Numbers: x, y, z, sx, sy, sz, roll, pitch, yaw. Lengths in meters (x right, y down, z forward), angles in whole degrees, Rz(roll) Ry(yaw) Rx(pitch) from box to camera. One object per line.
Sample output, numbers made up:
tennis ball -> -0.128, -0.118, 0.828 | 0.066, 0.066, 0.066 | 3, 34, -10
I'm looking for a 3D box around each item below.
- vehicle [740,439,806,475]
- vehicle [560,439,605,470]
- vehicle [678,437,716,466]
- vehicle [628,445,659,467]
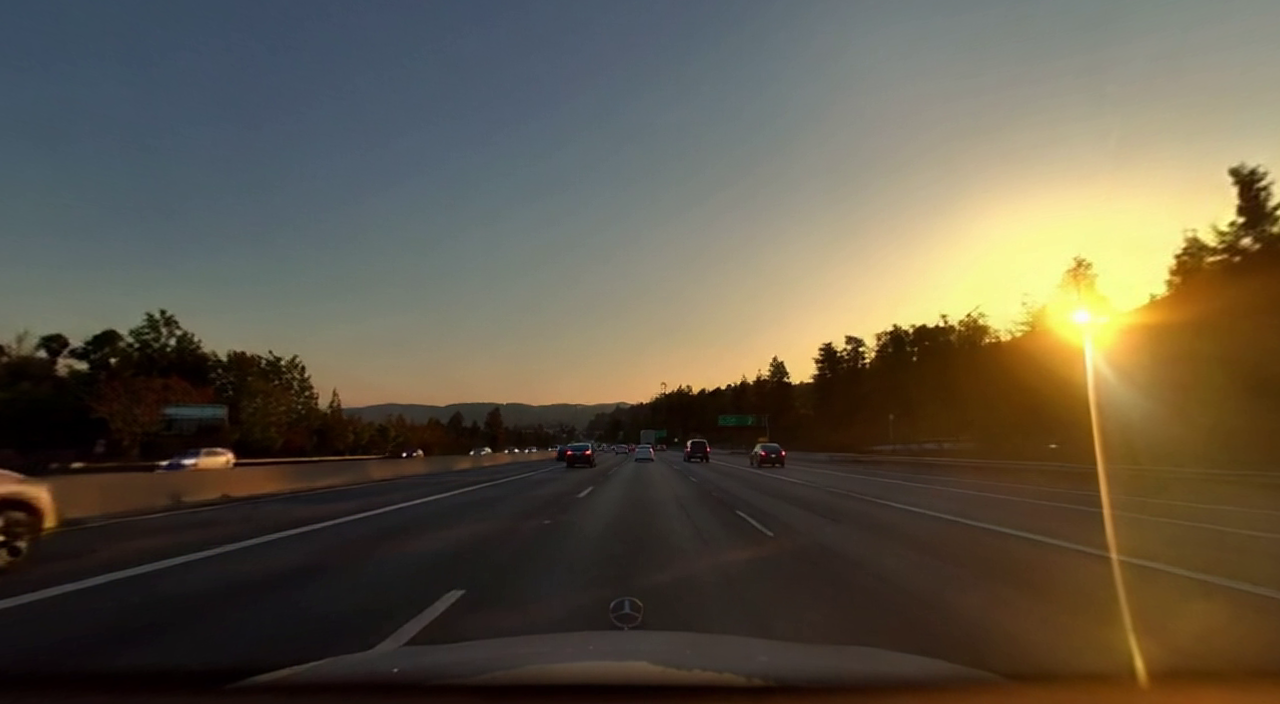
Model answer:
vehicle -> 6.669, 5.298, 32.120 | 2.196, 1.659, 4.451 | 0, -8, -2
vehicle -> -3.412, 6.186, 38.377 | 2.118, 1.750, 4.875 | 0, -8, 1
vehicle -> 4.103, 7.293, 46.328 | 2.348, 1.991, 5.460 | 0, -8, 0
vehicle -> 0.297, 7.379, 44.838 | 2.050, 1.452, 3.917 | -1, -8, 2
